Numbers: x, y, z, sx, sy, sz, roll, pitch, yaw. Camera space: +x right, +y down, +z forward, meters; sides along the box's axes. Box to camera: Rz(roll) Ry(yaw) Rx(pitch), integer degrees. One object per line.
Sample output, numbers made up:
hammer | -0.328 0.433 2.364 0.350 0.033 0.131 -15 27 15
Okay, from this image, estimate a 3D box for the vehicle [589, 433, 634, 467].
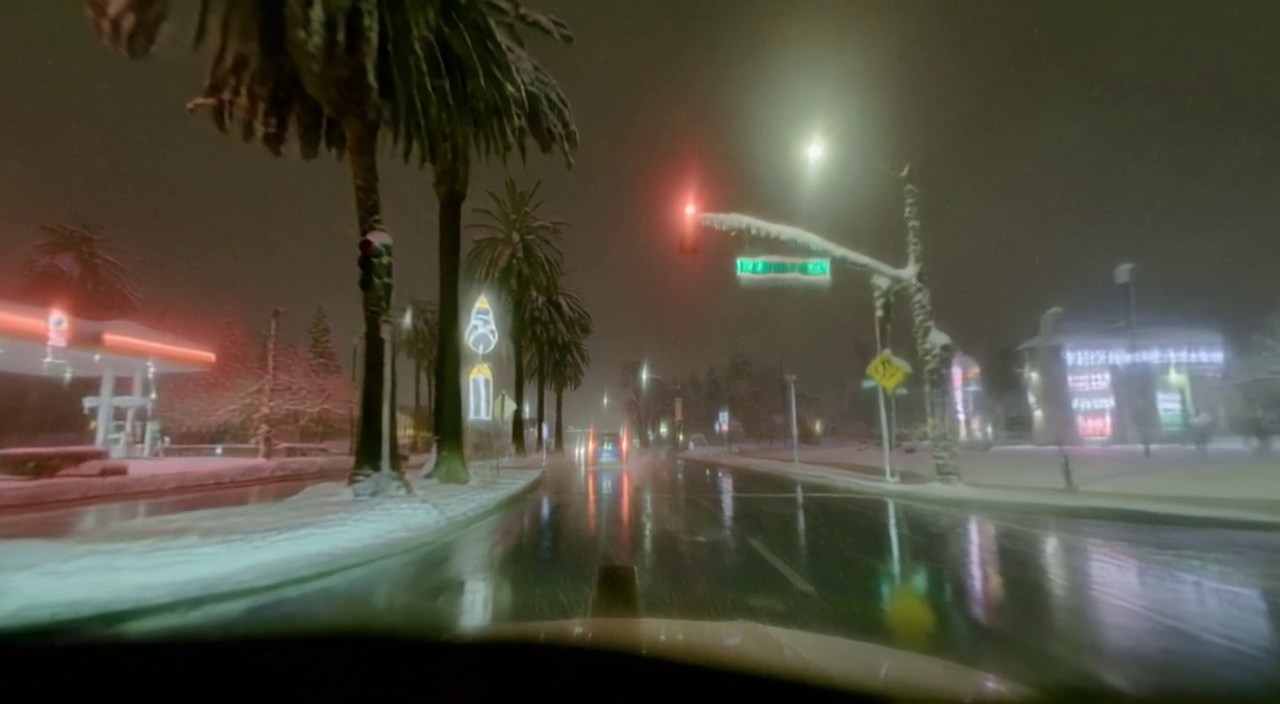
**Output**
vehicle | -1.429 4.860 31.358 2.073 1.525 4.809 0 -9 -3
